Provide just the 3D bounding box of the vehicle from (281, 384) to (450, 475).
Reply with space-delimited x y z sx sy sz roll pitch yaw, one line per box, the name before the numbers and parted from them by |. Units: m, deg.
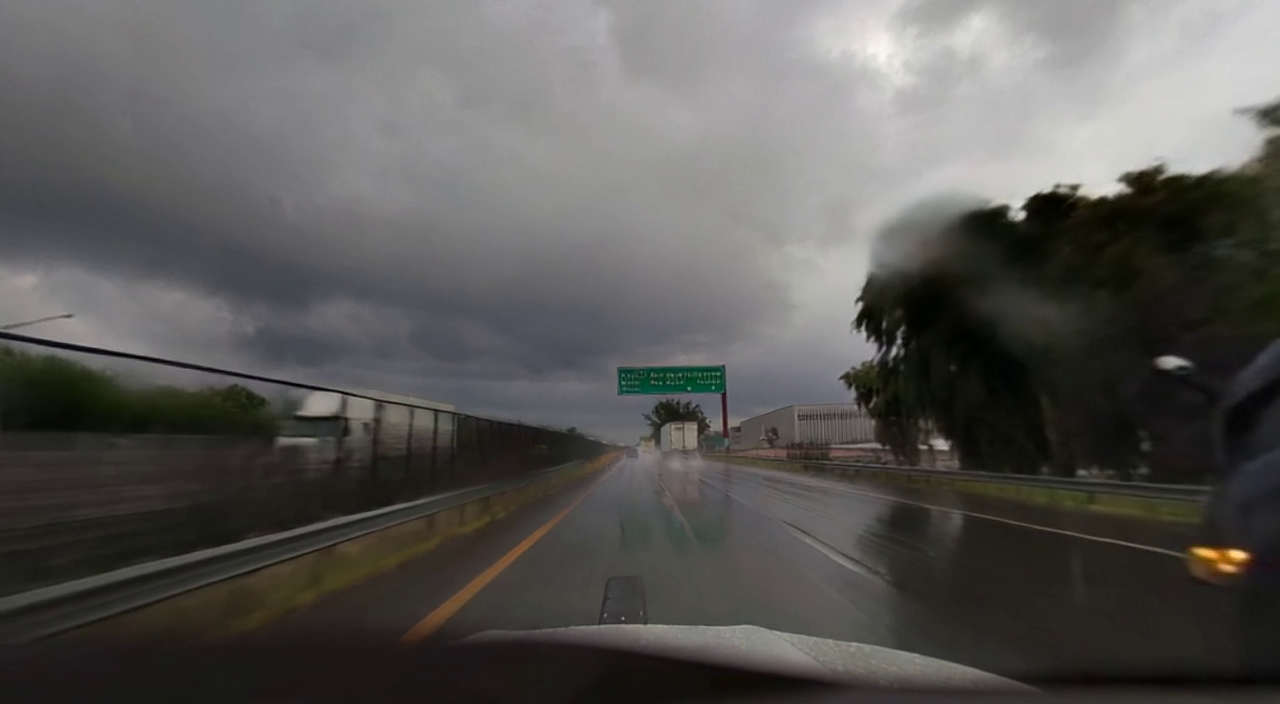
vehicle | -12.754 3.999 31.234 3.045 3.619 12.191 0 -9 -1
